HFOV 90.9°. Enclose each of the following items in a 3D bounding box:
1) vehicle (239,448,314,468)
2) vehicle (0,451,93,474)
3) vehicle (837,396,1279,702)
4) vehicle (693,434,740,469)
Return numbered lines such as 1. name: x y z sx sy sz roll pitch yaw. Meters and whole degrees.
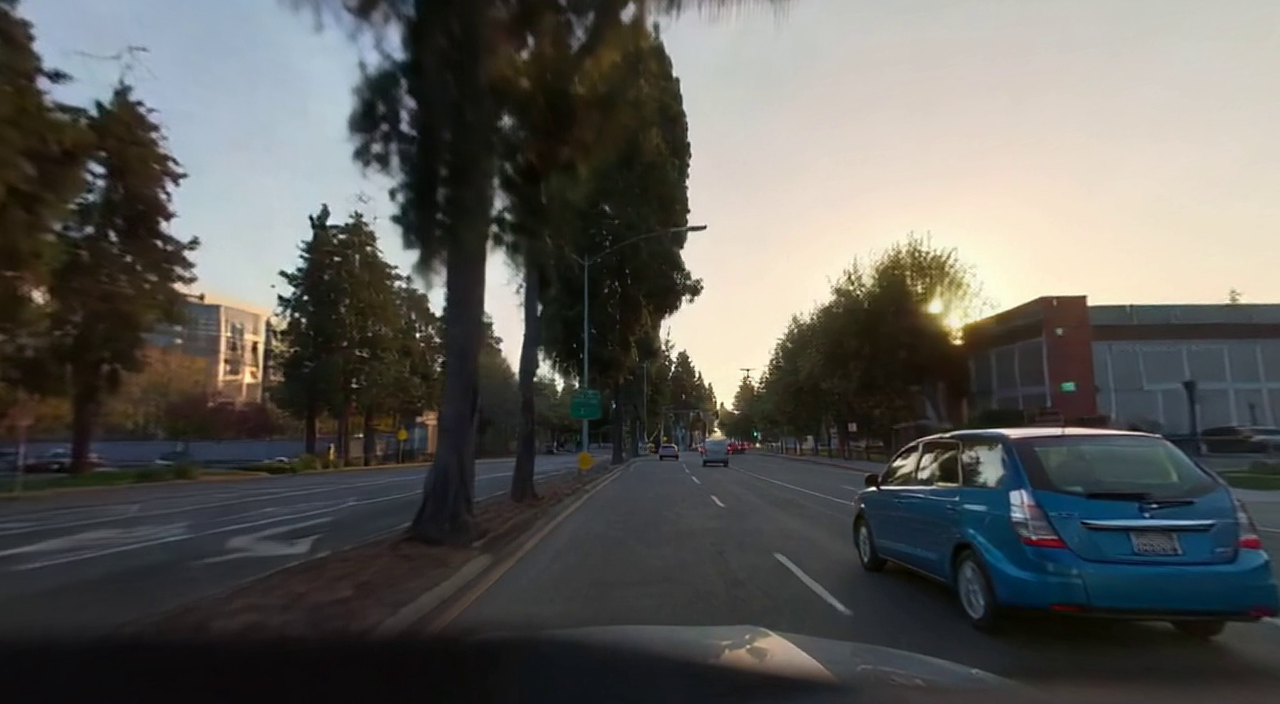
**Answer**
1. vehicle: -26.364 7.666 45.776 4.384 1.416 1.969 -1 -8 8
2. vehicle: -40.635 7.499 43.070 1.787 1.443 4.737 -2 -8 10
3. vehicle: 3.284 1.349 5.446 1.901 1.634 3.952 0 -8 1
4. vehicle: 4.276 5.668 35.976 2.154 1.844 4.634 0 -8 1
